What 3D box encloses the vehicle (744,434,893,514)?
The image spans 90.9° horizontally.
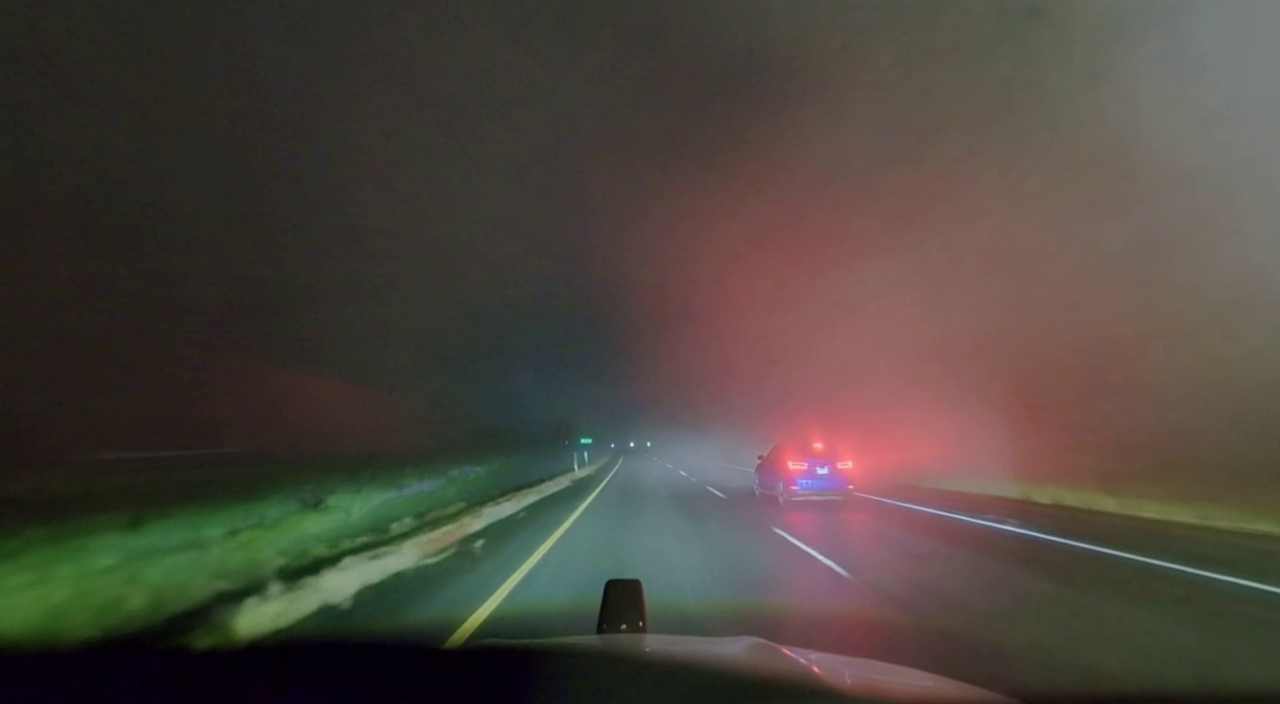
[{"bbox_3d":[3.719,2.629,14.094,2.003,1.466,4.441,0,-8,0],"label":"vehicle"}]
